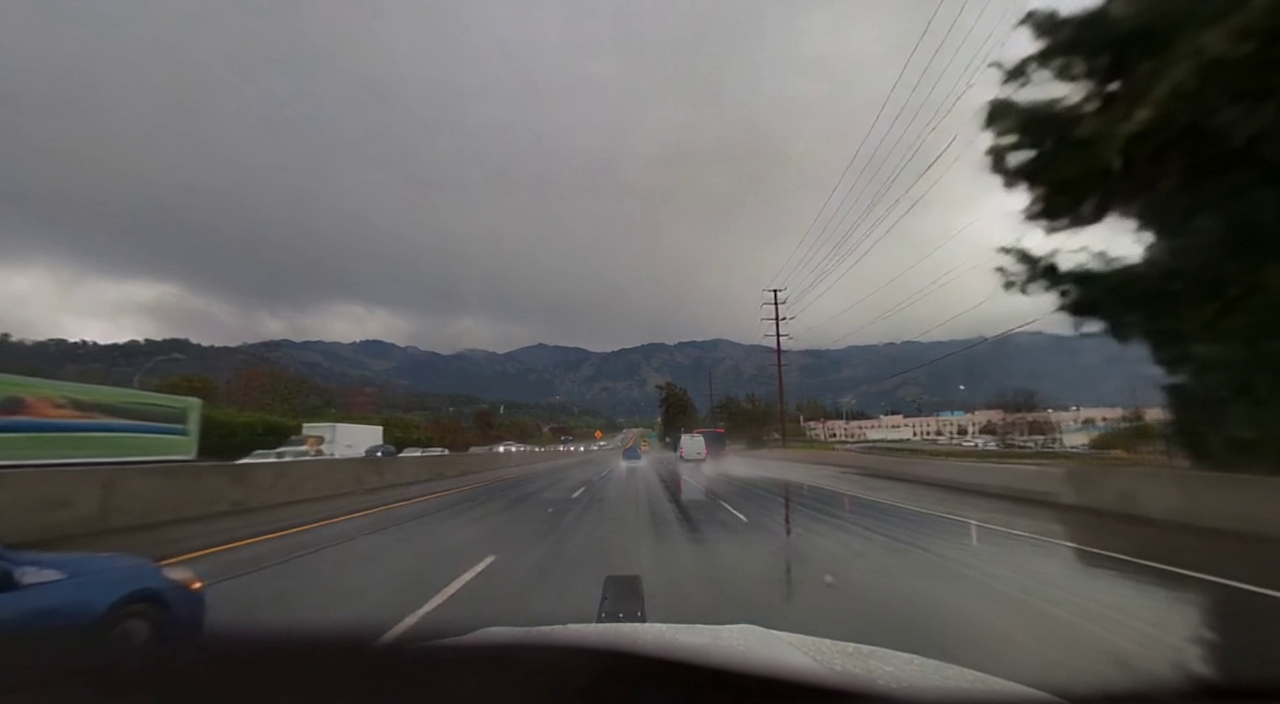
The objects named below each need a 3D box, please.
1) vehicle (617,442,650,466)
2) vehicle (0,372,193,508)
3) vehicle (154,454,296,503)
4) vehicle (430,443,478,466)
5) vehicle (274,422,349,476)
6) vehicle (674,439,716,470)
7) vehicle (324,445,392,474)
[{"bbox_3d":[-0.493,7.590,47.100,2.325,1.712,4.592,0,-9,0],"label":"vehicle"},{"bbox_3d":[-21.256,2.816,20.161,2.907,4.138,15.184,0,-9,0],"label":"vehicle"},{"bbox_3d":[-13.822,4.209,21.411,1.872,1.433,4.353,0,-9,0],"label":"vehicle"},{"bbox_3d":[-13.422,7.420,45.827,1.934,1.522,4.697,0,-9,1],"label":"vehicle"},{"bbox_3d":[-25.730,7.608,49.761,2.968,3.977,5.142,0,-9,0],"label":"vehicle"},{"bbox_3d":[3.362,6.382,39.454,2.036,1.796,4.470,0,-9,-2],"label":"vehicle"},{"bbox_3d":[-21.306,8.117,48.055,2.258,2.068,6.386,0,-9,0],"label":"vehicle"}]
